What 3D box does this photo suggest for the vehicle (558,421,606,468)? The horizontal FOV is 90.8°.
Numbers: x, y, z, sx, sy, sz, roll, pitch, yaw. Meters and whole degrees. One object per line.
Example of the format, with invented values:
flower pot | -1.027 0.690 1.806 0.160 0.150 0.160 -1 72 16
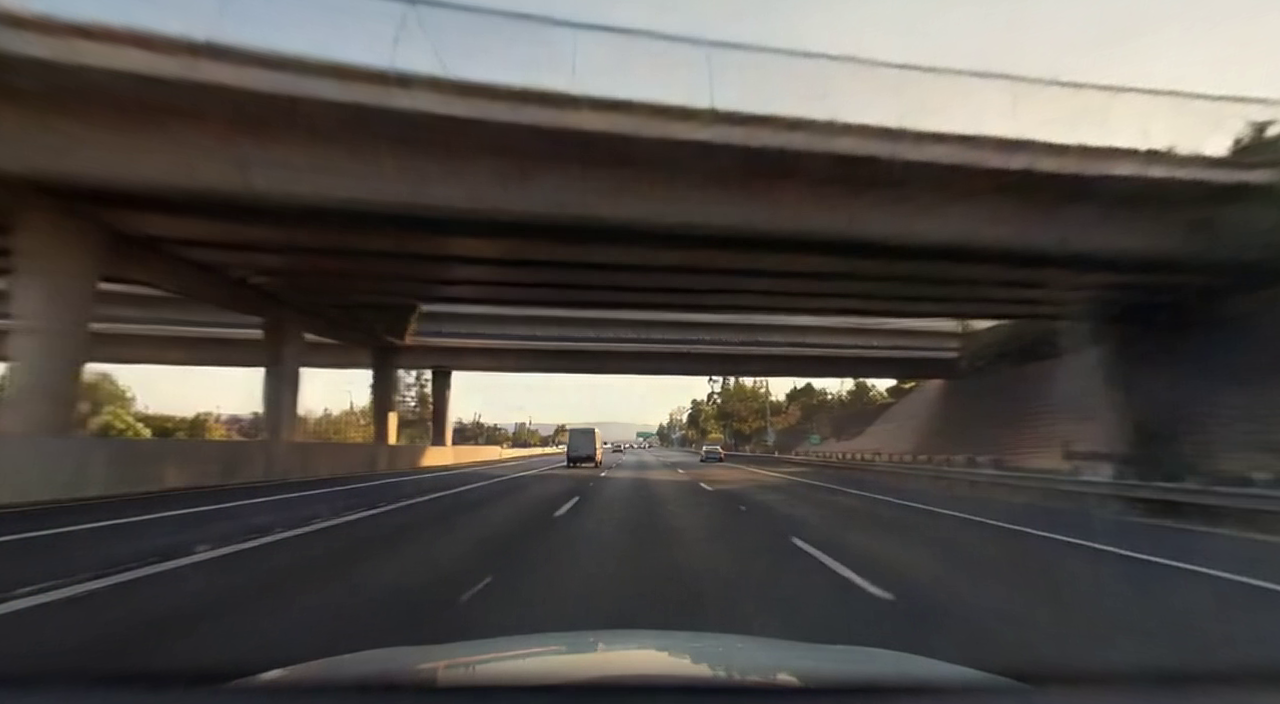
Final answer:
vehicle | -3.883 6.392 43.655 2.881 2.937 7.045 0 -9 -2
